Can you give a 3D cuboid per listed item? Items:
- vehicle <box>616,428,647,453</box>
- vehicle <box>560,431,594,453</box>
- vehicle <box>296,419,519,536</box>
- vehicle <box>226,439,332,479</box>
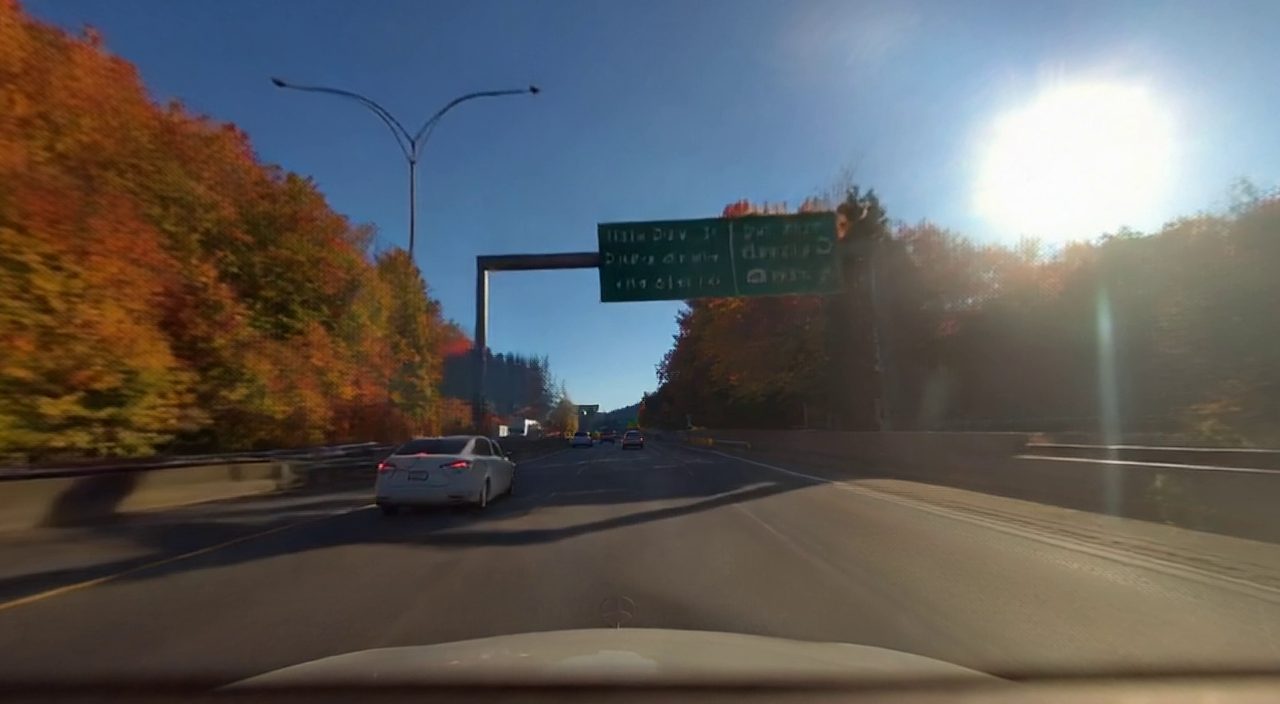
[{"bbox_3d":[-0.627,6.121,43.588,2.054,1.609,3.859,0,-8,-1],"label":"vehicle"},{"bbox_3d":[-4.492,6.522,45.646,2.071,1.524,4.398,0,-8,-1],"label":"vehicle"},{"bbox_3d":[-3.463,1.941,10.509,1.989,1.497,4.645,0,-8,-1],"label":"vehicle"},{"bbox_3d":[-15.479,4.582,27.301,1.942,1.528,4.641,0,-8,-1],"label":"vehicle"}]
